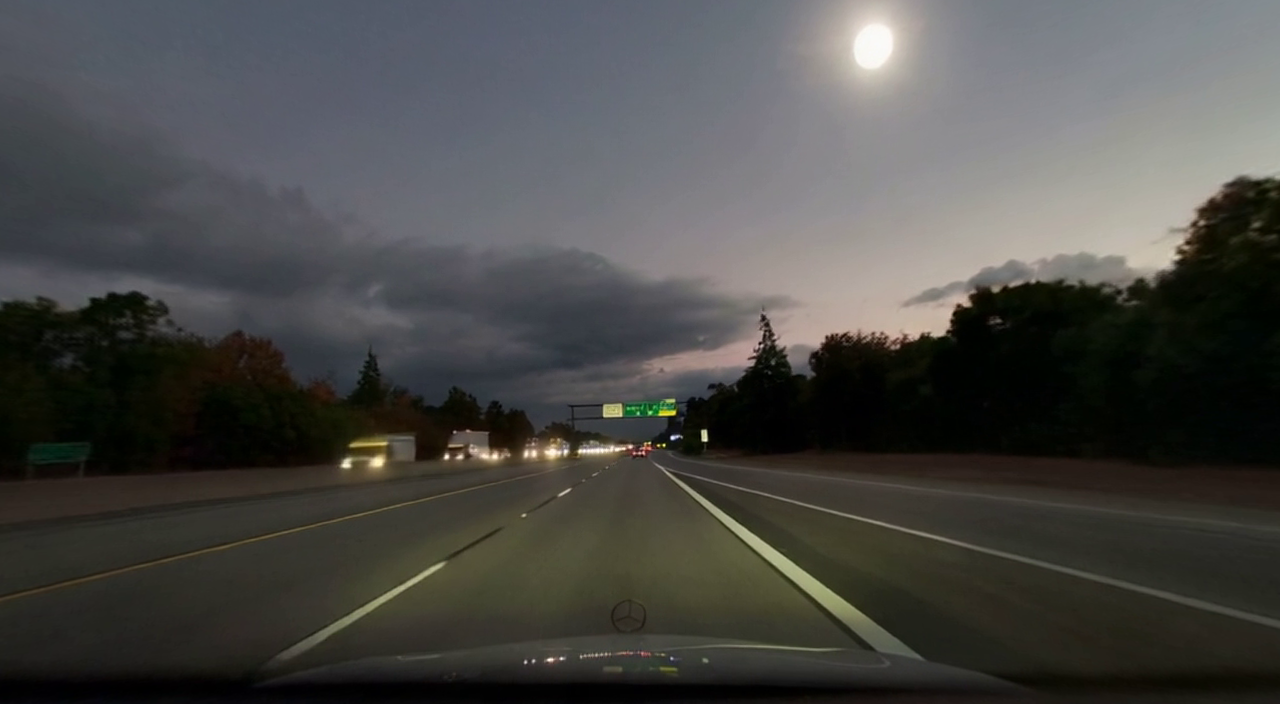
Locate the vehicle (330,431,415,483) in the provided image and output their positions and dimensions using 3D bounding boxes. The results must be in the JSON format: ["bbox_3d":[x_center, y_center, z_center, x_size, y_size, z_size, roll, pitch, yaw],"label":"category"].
[{"bbox_3d":[-15.043,5.966,35.925,2.308,2.671,5.819,0,-9,-1],"label":"vehicle"}]
